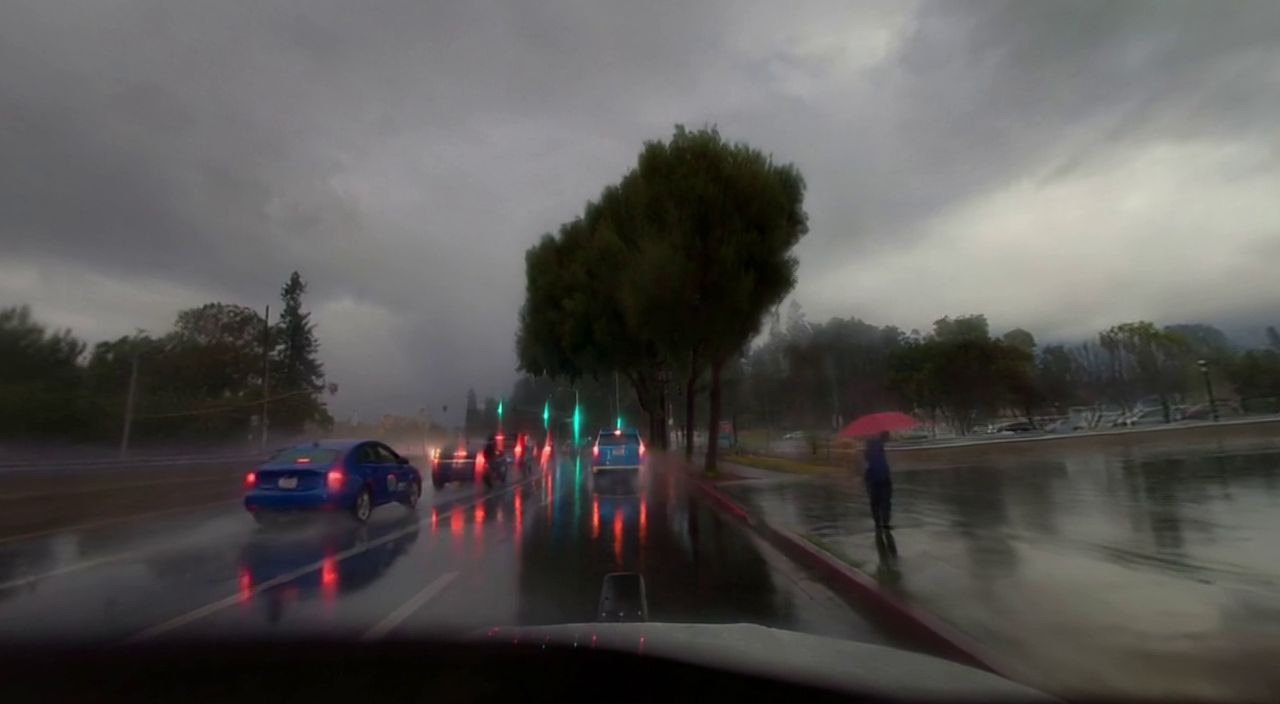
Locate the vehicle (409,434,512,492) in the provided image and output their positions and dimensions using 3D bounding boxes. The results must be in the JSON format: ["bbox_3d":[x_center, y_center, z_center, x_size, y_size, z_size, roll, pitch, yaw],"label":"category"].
[{"bbox_3d":[-5.632,3.541,20.517,2.010,1.674,4.484,0,-9,0],"label":"vehicle"}]

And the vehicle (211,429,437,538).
[{"bbox_3d":[-5.424,2.295,11.618,2.069,1.616,4.108,0,-9,-1],"label":"vehicle"}]

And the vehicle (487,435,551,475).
[{"bbox_3d":[-5.724,4.947,30.496,2.188,1.774,4.477,0,-9,0],"label":"vehicle"}]

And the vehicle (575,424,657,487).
[{"bbox_3d":[-0.781,3.348,20.638,2.368,1.829,4.293,0,-9,-2],"label":"vehicle"}]
